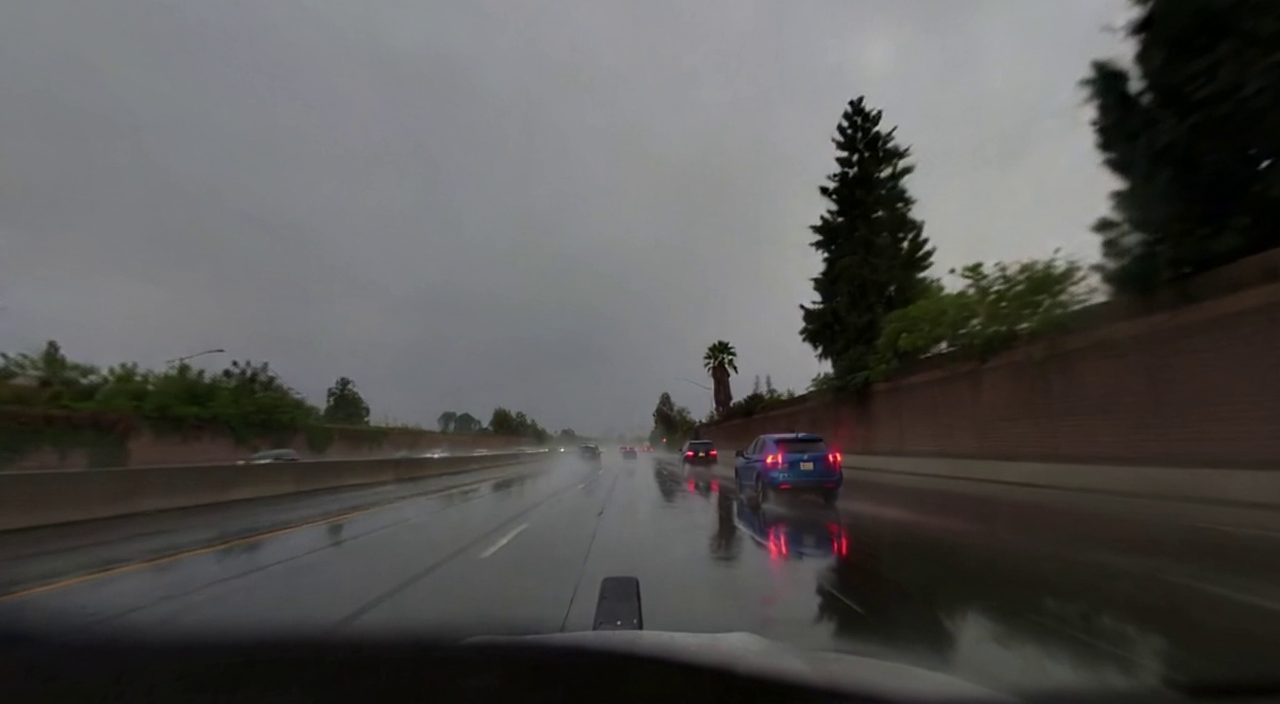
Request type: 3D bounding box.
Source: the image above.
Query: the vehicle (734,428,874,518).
[{"bbox_3d":[3.431,2.615,14.165,1.910,1.696,4.187,0,-9,-1],"label":"vehicle"}]

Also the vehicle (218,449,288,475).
[{"bbox_3d":[-26.864,7.635,44.091,1.977,1.668,4.613,0,-9,0],"label":"vehicle"}]

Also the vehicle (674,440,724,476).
[{"bbox_3d":[3.002,5.480,32.915,2.045,1.688,4.313,0,-9,-2],"label":"vehicle"}]
